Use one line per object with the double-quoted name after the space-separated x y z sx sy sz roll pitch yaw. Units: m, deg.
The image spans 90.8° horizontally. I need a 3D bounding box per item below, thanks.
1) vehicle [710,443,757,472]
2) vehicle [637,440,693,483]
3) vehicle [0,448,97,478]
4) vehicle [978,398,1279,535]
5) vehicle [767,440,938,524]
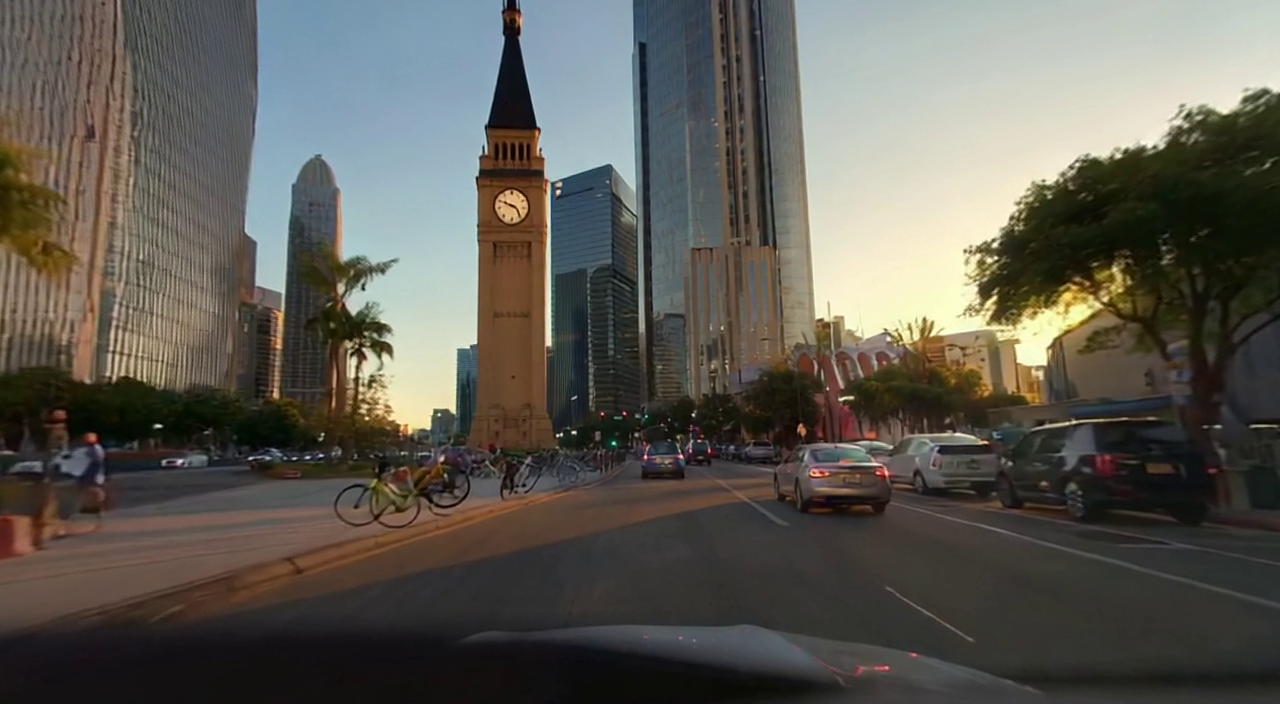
5.462 6.246 37.493 1.981 1.572 4.718 0 -9 -1 "vehicle"
0.987 4.384 25.545 2.111 1.605 3.832 0 -9 2 "vehicle"
-39.365 7.379 42.248 2.034 1.862 5.122 1 -9 -9 "vehicle"
9.246 2.224 12.727 2.093 2.154 5.193 0 -9 2 "vehicle"
4.325 2.726 13.850 2.116 1.500 4.702 0 -9 0 "vehicle"
